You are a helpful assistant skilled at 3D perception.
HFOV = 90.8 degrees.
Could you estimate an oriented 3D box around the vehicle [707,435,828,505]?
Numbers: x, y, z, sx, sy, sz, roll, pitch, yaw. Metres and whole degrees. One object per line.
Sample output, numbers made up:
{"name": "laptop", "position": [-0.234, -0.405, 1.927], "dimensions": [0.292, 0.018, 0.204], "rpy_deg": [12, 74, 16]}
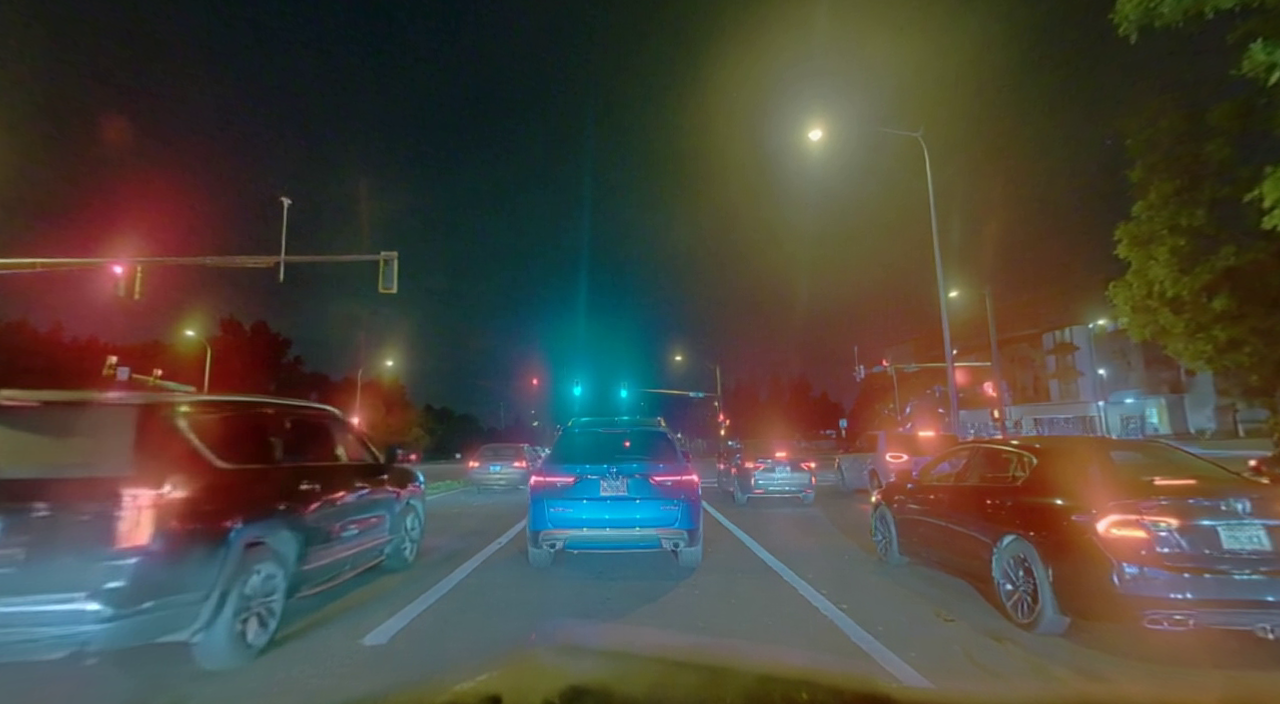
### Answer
{"name": "vehicle", "position": [2.987, 2.857, 15.774], "dimensions": [1.950, 1.506, 4.086], "rpy_deg": [0, -8, -3]}

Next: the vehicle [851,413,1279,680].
{"name": "vehicle", "position": [3.627, 1.397, 5.709], "dimensions": [1.861, 1.478, 4.185], "rpy_deg": [0, -8, -2]}

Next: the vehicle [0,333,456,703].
{"name": "vehicle", "position": [-3.303, 1.169, 5.090], "dimensions": [2.186, 1.794, 4.972], "rpy_deg": [0, -8, -1]}

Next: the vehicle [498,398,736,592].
{"name": "vehicle", "position": [-0.268, 1.550, 7.624], "dimensions": [2.101, 1.707, 3.904], "rpy_deg": [0, -8, -2]}
